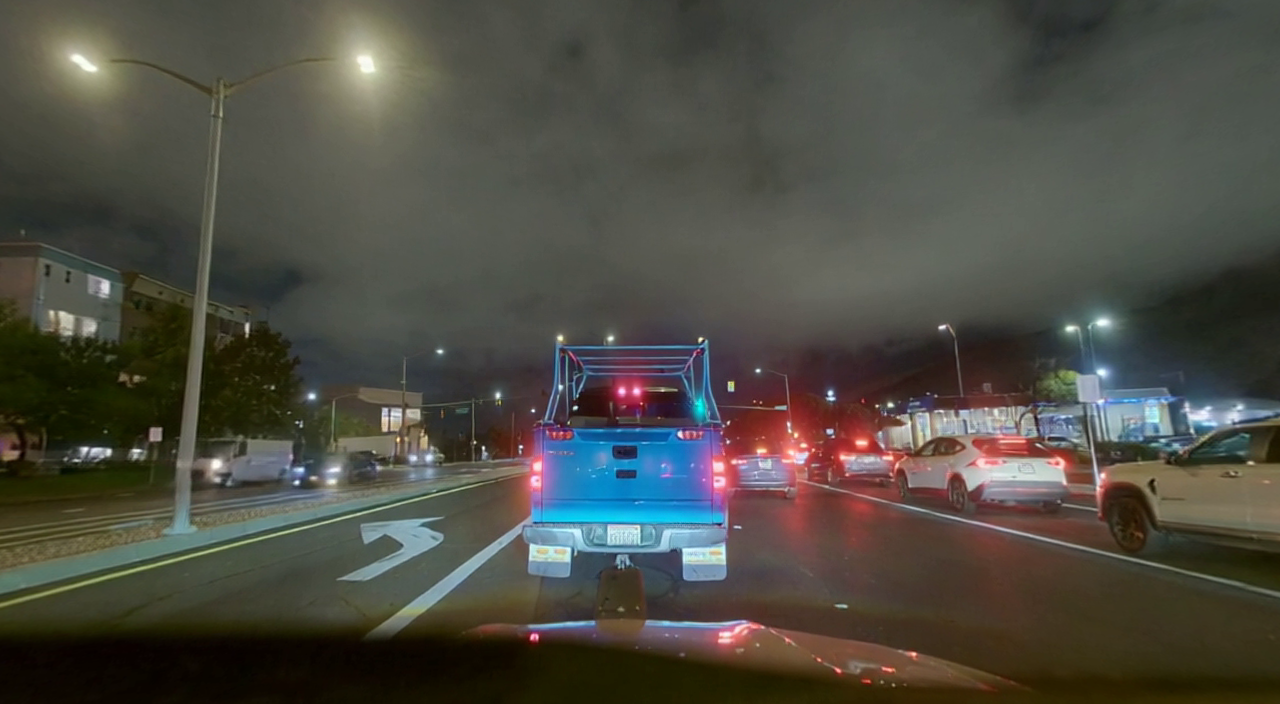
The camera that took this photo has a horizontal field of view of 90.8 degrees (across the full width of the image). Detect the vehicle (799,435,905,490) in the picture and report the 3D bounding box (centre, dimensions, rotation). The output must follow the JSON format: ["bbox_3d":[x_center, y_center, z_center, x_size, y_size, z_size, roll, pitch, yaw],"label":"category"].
[{"bbox_3d":[7.067,3.731,21.606,1.953,1.665,4.327,0,-9,-2],"label":"vehicle"}]

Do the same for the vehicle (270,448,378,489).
[{"bbox_3d":[-12.504,4.602,25.367,1.983,1.449,4.501,0,-9,0],"label":"vehicle"}]

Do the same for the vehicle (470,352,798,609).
[{"bbox_3d":[-0.101,1.470,8.143,2.682,2.117,5.706,0,-9,-1],"label":"vehicle"}]

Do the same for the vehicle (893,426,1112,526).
[{"bbox_3d":[7.060,2.439,12.978,1.931,1.692,4.267,0,-9,0],"label":"vehicle"}]

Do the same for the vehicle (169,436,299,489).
[{"bbox_3d":[-19.139,5.220,30.207,2.700,2.296,5.270,0,-9,-1],"label":"vehicle"}]

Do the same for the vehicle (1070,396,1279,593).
[{"bbox_3d":[6.818,1.357,6.174,2.023,1.771,4.488,0,-9,0],"label":"vehicle"}]
